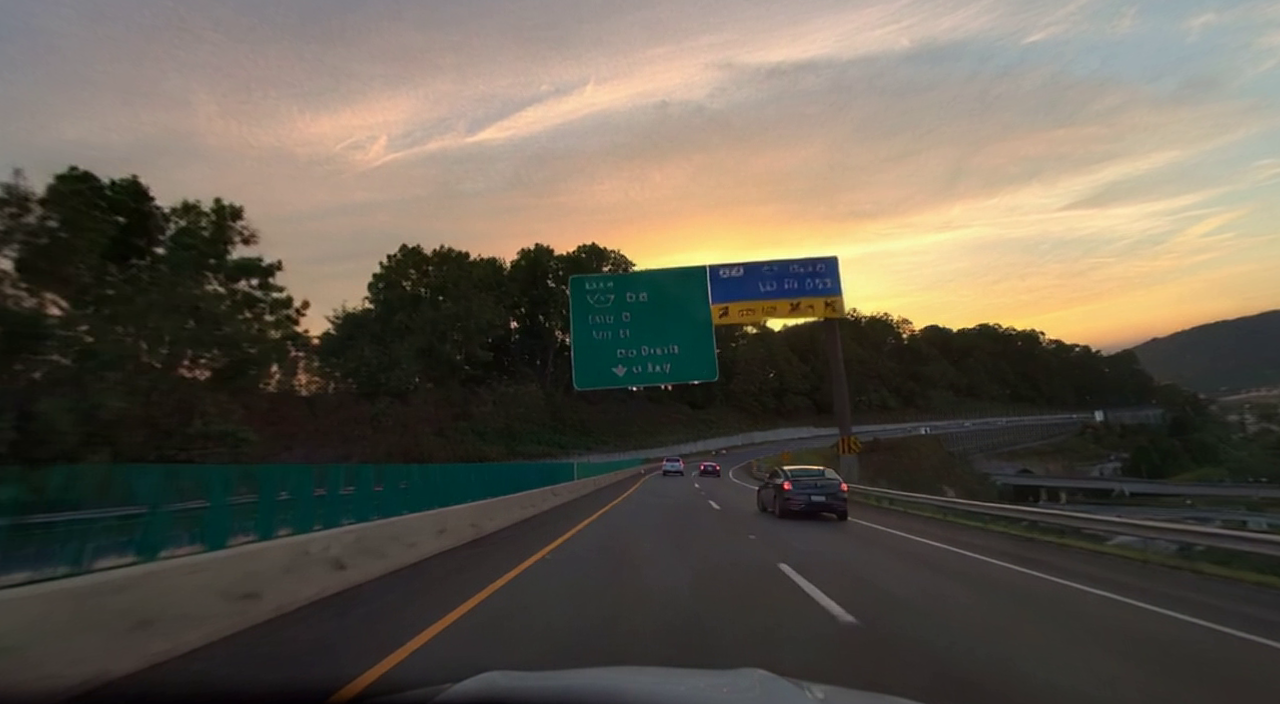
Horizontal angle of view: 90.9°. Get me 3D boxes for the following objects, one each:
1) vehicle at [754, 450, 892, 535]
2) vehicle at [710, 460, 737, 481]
[{"bbox_3d":[3.931,3.113,14.375,2.023,1.593,4.105,1,-10,2],"label":"vehicle"},{"bbox_3d":[6.608,9.415,49.979,2.018,1.533,3.724,0,-10,7],"label":"vehicle"}]
